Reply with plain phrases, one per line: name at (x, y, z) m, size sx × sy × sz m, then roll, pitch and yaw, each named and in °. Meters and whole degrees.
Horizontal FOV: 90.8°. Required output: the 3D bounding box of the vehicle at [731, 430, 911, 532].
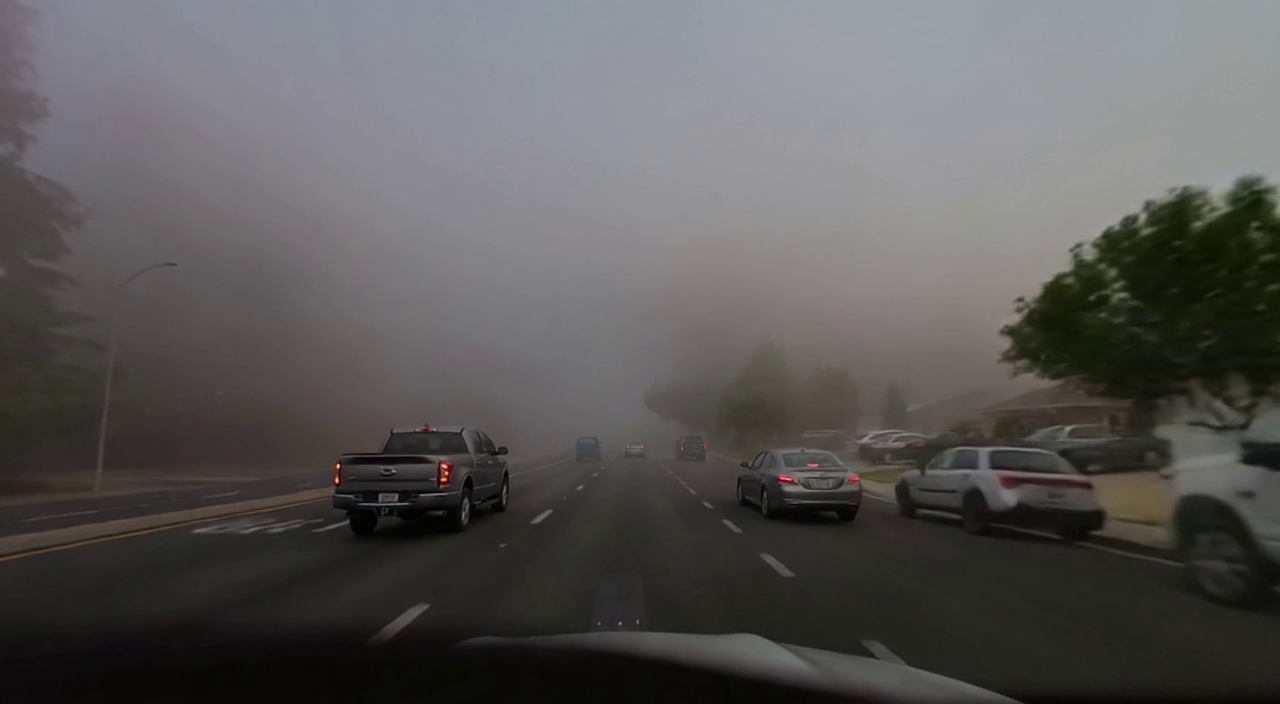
vehicle at (2.969, 2.204, 11.417) m, size 1.884 × 1.463 × 4.195 m, roll 0°, pitch -8°, yaw -2°

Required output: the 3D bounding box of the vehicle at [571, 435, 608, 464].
vehicle at (-3.456, 6.750, 43.831) m, size 2.218 × 1.829 × 4.492 m, roll -1°, pitch -8°, yaw 0°

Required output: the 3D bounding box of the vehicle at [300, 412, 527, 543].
vehicle at (-3.547, 2.090, 11.258) m, size 2.111 × 1.745 × 5.274 m, roll -1°, pitch -8°, yaw 0°

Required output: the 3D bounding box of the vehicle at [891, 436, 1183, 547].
vehicle at (6.267, 2.220, 10.841) m, size 1.940 × 1.445 × 4.629 m, roll -1°, pitch -9°, yaw -1°

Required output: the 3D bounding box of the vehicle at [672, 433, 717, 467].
vehicle at (3.125, 5.747, 37.147) m, size 2.099 × 1.845 × 4.363 m, roll 0°, pitch -8°, yaw -2°

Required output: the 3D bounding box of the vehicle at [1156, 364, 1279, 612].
vehicle at (6.315, 0.936, 3.998) m, size 2.012 × 2.032 × 4.728 m, roll -1°, pitch -8°, yaw 0°
